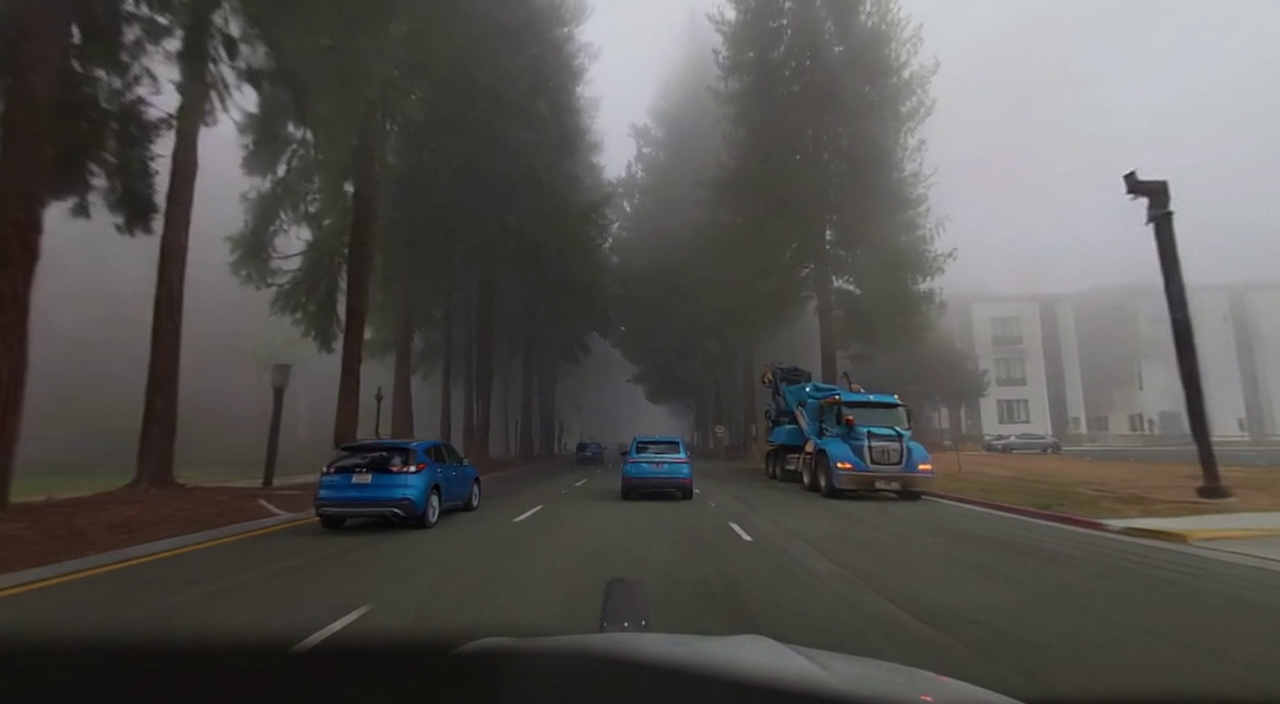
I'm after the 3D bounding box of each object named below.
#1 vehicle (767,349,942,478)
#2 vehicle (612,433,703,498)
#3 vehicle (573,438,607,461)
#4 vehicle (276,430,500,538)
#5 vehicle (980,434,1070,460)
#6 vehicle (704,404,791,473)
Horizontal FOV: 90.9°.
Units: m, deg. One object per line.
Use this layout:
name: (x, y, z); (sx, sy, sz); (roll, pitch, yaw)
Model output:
vehicle: (5.685, 1.873, 17.950); (2.736, 3.078, 5.825); (0, -8, -1)
vehicle: (0.389, 2.911, 16.495); (2.086, 1.466, 4.026); (0, -8, 0)
vehicle: (-3.666, 7.275, 47.076); (2.062, 1.641, 4.193); (0, -8, 2)
vehicle: (-4.114, 2.225, 11.384); (2.003, 1.507, 4.808); (0, -8, 1)
vehicle: (25.152, 6.226, 41.402); (1.955, 1.599, 4.618); (4, -9, -26)
vehicle: (5.529, 4.717, 34.387); (3.089, 3.258, 8.841); (-1, -8, -1)
